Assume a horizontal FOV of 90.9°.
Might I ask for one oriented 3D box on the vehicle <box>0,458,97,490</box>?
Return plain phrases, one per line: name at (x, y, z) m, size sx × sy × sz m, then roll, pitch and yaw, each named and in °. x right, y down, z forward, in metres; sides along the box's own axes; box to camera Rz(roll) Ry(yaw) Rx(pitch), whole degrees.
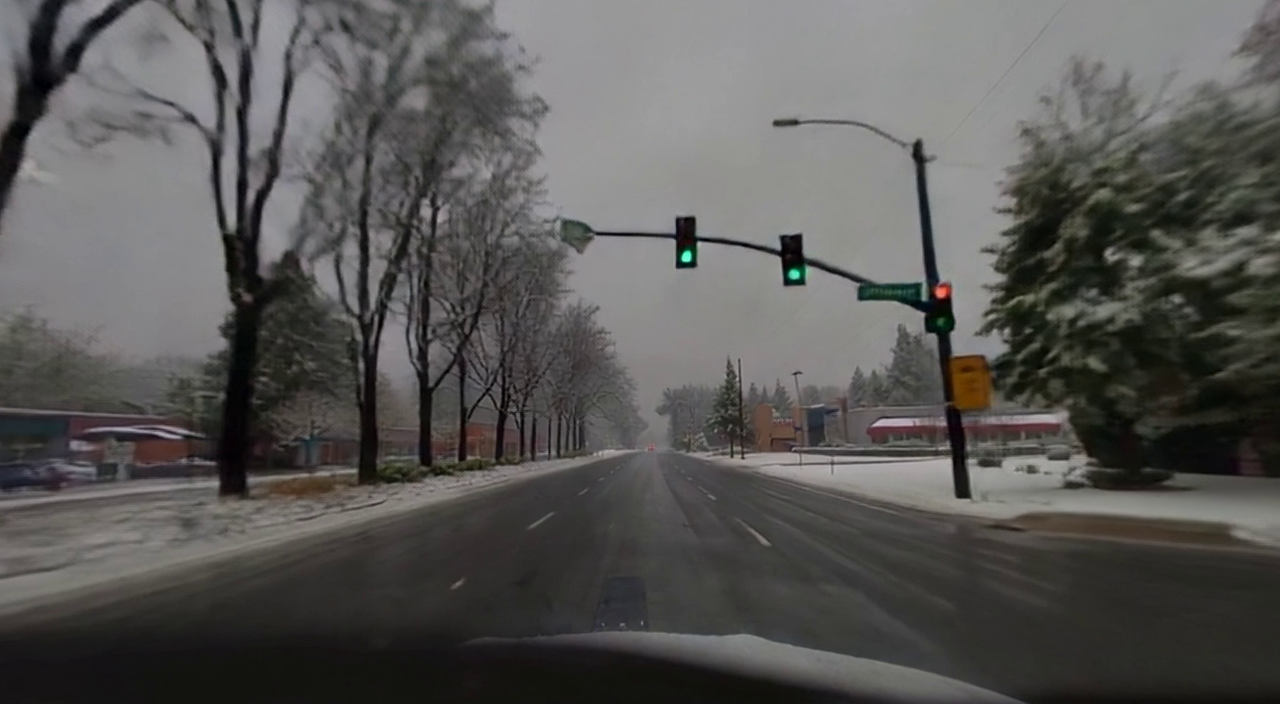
vehicle at (-32.003, 6.447, 33.673) m, size 1.876 × 1.470 × 4.706 m, roll 0°, pitch -8°, yaw -3°
